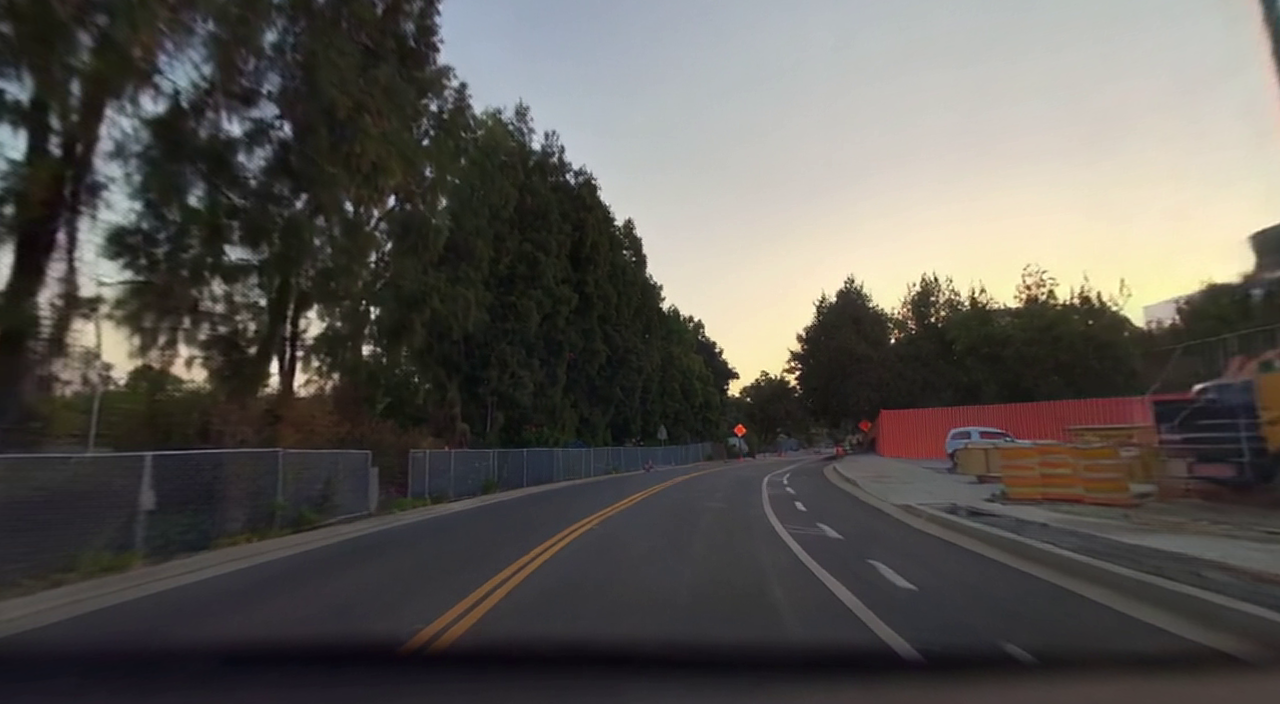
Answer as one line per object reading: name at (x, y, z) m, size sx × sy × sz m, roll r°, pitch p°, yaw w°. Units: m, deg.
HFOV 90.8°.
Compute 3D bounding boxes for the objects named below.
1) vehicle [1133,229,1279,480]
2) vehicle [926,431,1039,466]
vehicle at (10.850, -0.307, 6.983) m, size 2.984 × 3.691 × 10.409 m, roll -1°, pitch -8°, yaw 4°
vehicle at (15.796, 4.505, 29.366) m, size 4.221 × 1.440 × 1.915 m, roll -5°, pitch -10°, yaw 17°
